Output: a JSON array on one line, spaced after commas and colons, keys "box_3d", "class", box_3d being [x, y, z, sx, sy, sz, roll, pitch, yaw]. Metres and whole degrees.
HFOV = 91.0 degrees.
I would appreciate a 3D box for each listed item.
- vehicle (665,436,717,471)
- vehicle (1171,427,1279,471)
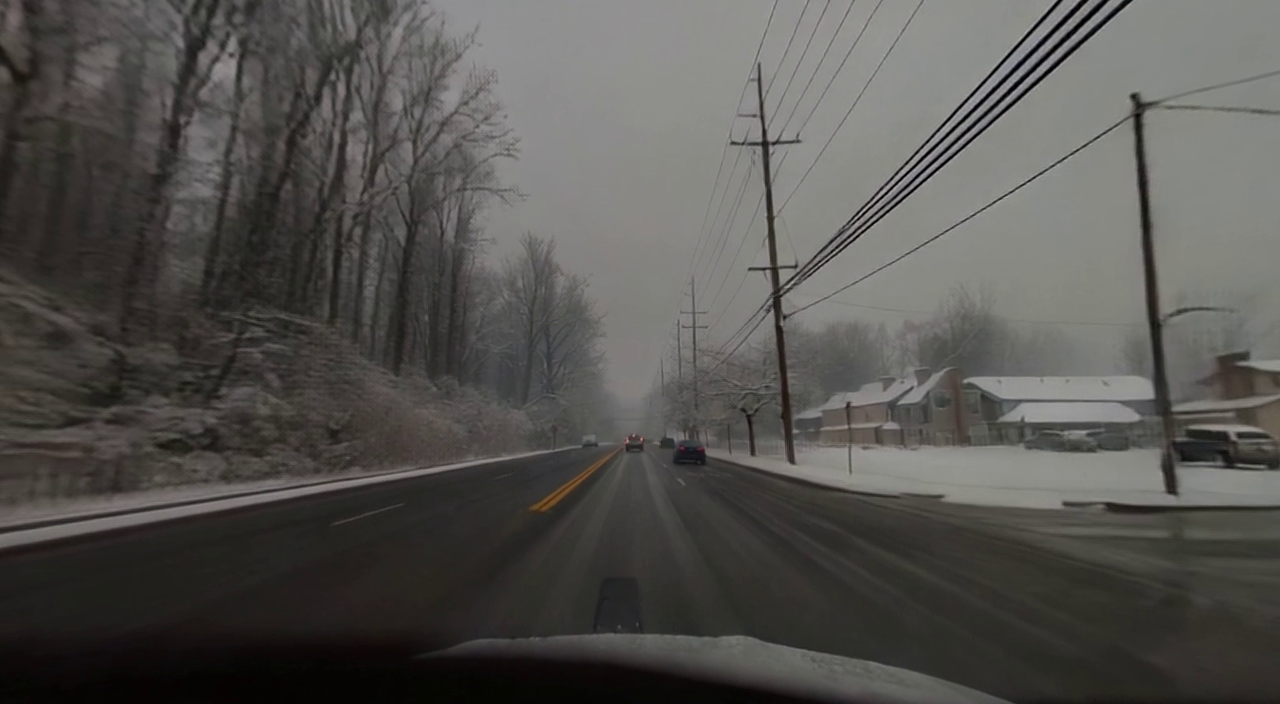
[{"box_3d": [2.228, 4.548, 28.362, 1.975, 1.497, 3.647, 0, -8, -1], "class": "vehicle"}, {"box_3d": [22.282, 3.595, 23.405, 1.851, 1.458, 3.709, 0, -8, 1], "class": "vehicle"}]
